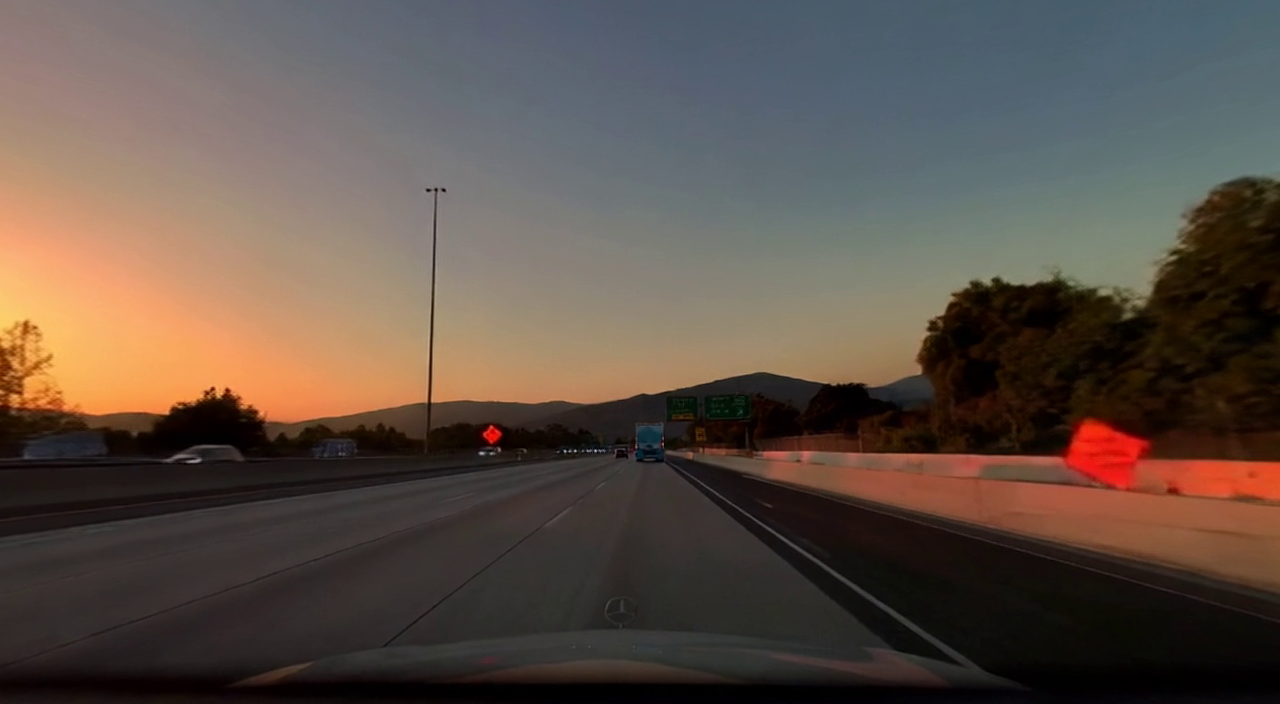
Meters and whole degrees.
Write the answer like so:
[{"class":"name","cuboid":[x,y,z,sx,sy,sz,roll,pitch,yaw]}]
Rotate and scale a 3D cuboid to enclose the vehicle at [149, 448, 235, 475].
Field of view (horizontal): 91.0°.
[{"class":"vehicle","cuboid":[-26.469,6.446,37.414,1.859,1.484,4.516,0,-9,-1]}]
